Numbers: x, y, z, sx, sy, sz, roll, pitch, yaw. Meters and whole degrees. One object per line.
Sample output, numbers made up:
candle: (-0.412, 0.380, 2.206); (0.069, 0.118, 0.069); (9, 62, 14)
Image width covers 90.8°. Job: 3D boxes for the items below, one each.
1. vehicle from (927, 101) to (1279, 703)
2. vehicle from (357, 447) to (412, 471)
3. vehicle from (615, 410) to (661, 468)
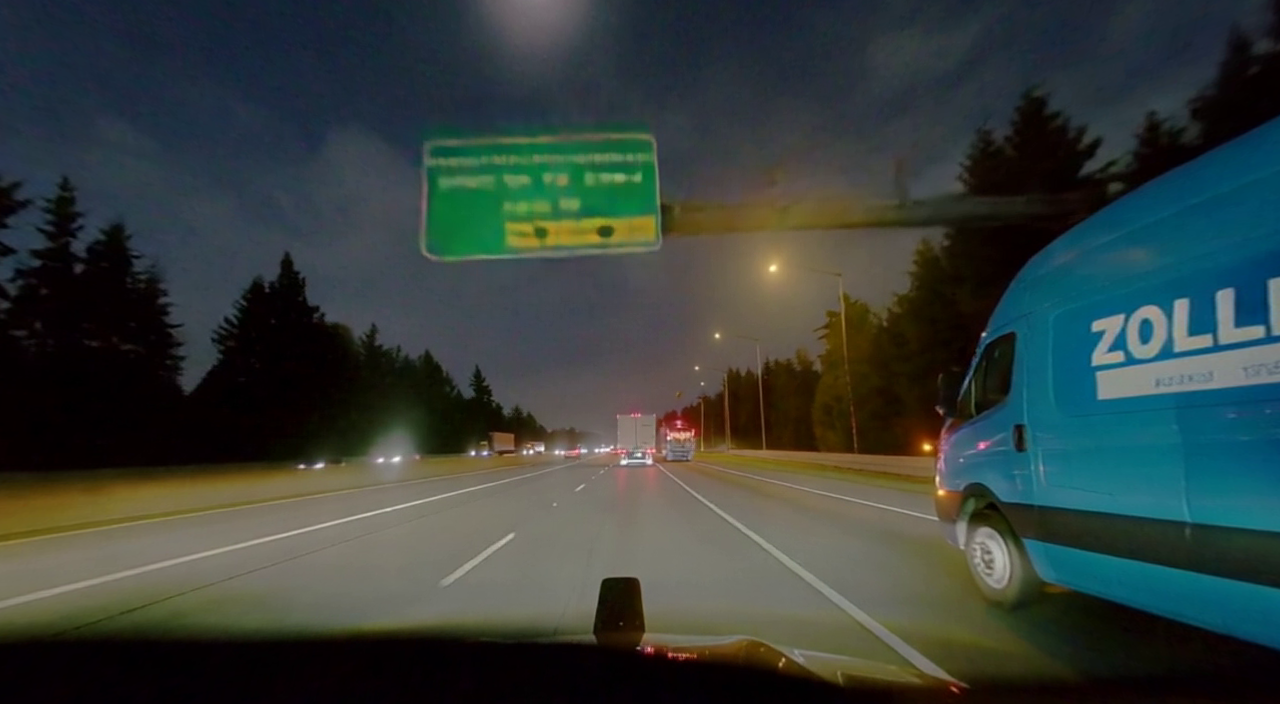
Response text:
vehicle: (3.718, 0.327, 2.303); (2.338, 2.690, 6.025); (0, -9, -1)
vehicle: (-17.433, 7.317, 43.330); (1.951, 1.480, 4.302); (0, -9, 0)
vehicle: (-0.174, 6.918, 49.722); (3.201, 4.019, 10.918); (0, -9, 0)
